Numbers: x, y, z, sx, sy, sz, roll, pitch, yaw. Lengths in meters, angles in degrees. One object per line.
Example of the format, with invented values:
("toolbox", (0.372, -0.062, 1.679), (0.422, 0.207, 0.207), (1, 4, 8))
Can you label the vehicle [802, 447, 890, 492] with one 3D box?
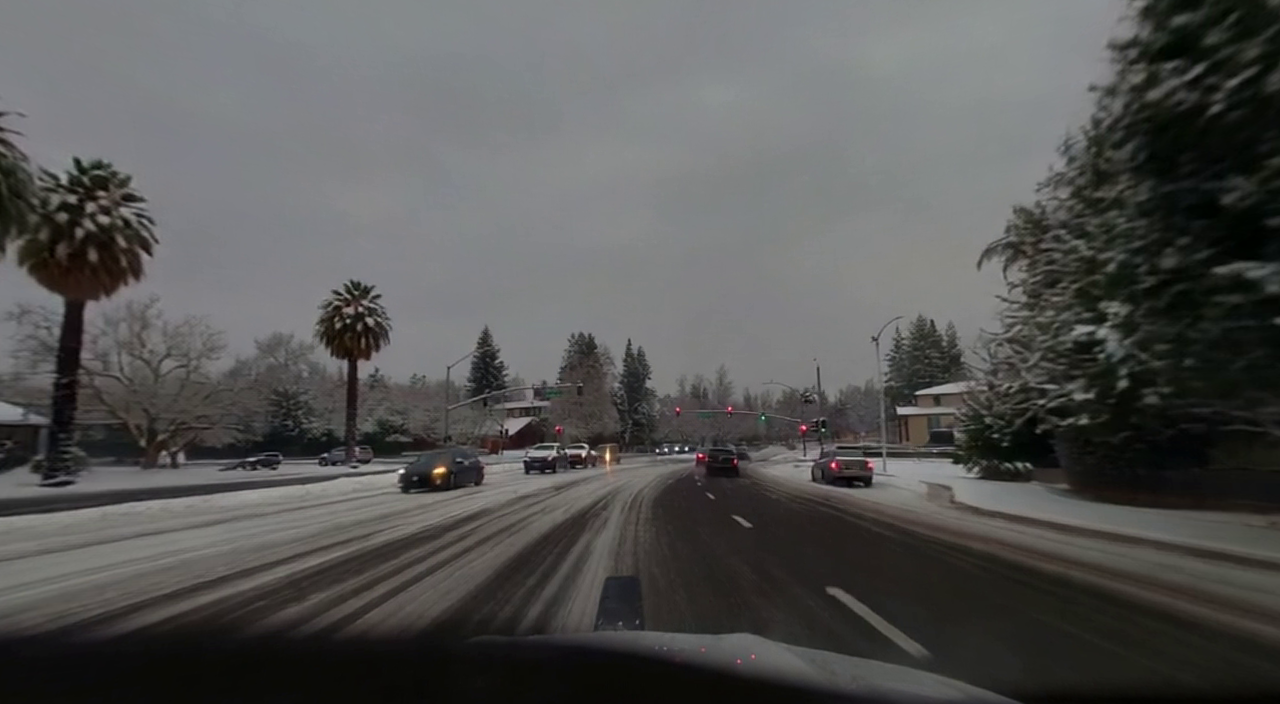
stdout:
("vehicle", (7.455, 4.284, 23.372), (2.144, 1.473, 4.638), (-1, -9, 6))

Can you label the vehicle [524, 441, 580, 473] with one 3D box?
("vehicle", (-5.108, 6.182, 37.445), (2.072, 1.738, 4.757), (-1, -9, 8))
